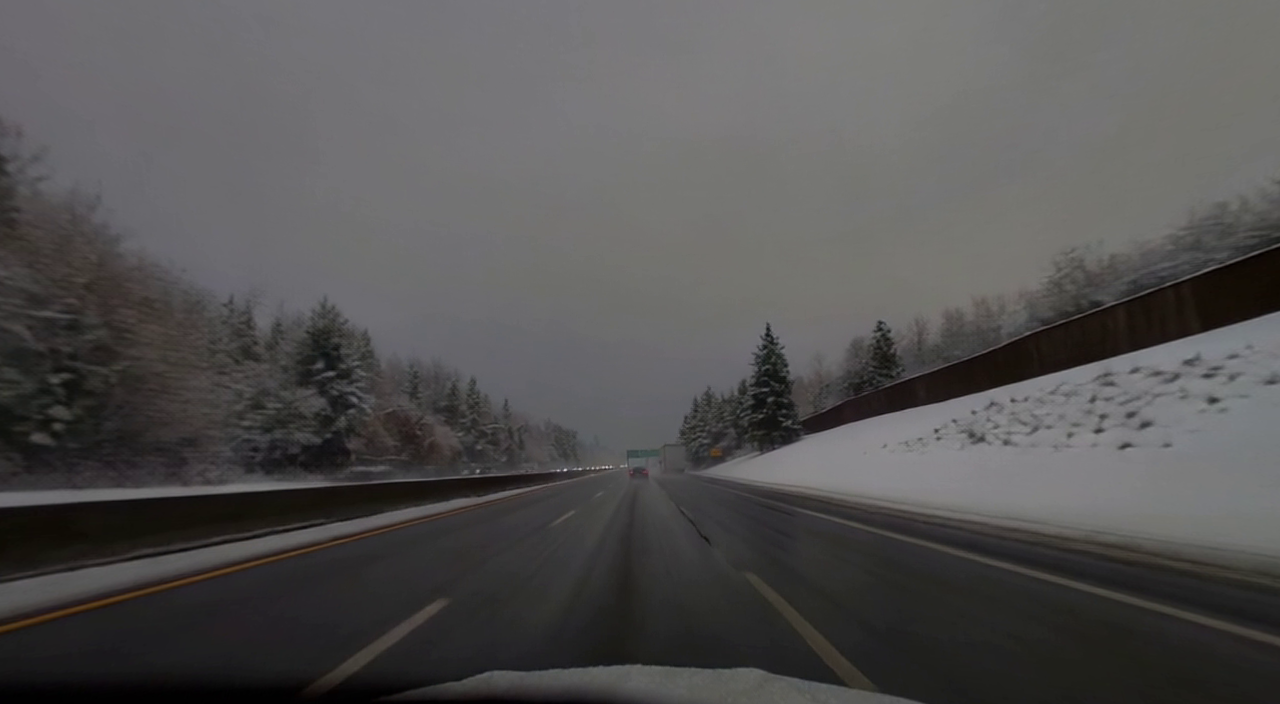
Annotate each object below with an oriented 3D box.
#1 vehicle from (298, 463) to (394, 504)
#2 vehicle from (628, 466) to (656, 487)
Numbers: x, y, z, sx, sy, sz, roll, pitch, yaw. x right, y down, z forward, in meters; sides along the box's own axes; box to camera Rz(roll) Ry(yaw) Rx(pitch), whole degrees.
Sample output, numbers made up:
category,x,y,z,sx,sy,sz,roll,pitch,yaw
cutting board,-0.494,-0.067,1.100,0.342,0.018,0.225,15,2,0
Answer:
category,x,y,z,sx,sy,sz,roll,pitch,yaw
vehicle,-11.748,5.282,25.483,1.857,1.468,4.119,1,-10,0
vehicle,0.151,9.414,47.761,2.015,1.478,3.920,1,-10,0
